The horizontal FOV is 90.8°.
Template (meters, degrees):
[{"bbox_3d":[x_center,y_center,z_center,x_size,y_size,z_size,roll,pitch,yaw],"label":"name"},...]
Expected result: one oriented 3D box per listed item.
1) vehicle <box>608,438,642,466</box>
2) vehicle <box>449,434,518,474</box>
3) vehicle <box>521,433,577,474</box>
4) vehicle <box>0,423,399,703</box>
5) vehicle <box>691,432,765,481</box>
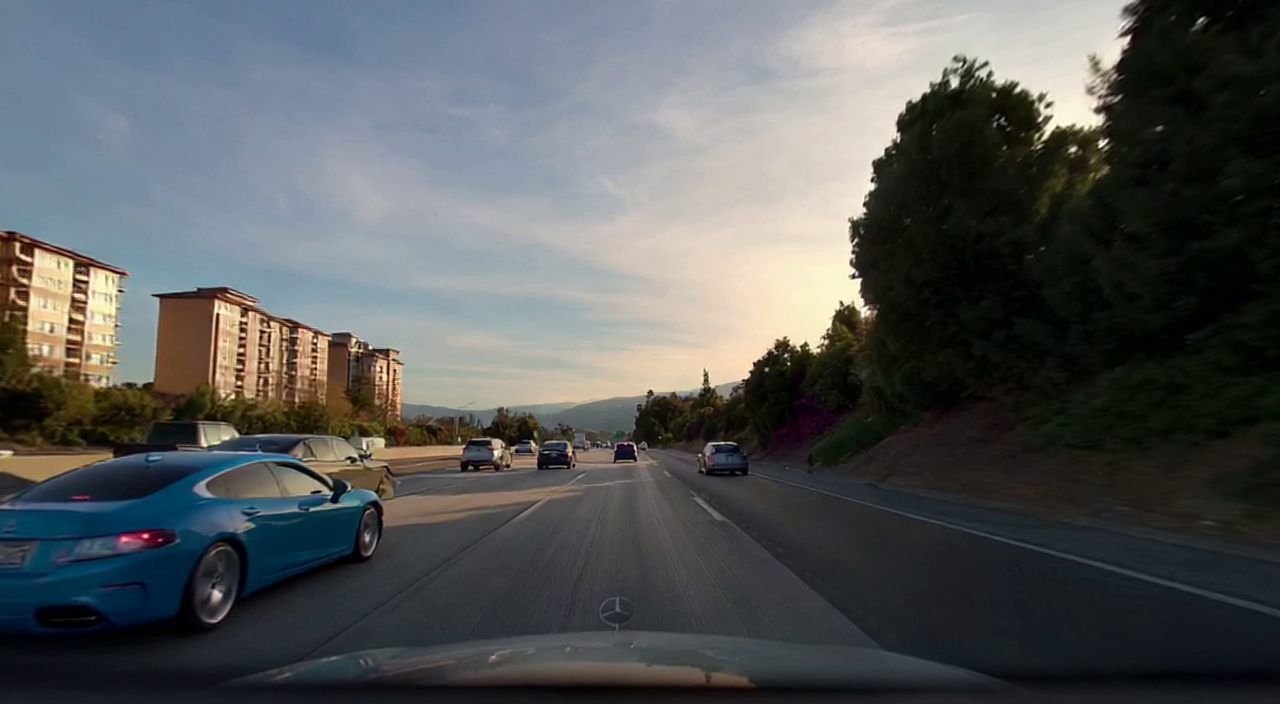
[{"bbox_3d":[-0.918,6.295,39.943,2.053,1.650,3.945,0,-8,-1],"label":"vehicle"},{"bbox_3d":[-7.646,5.044,31.433,2.086,1.776,5.080,0,-8,0],"label":"vehicle"},{"bbox_3d":[-4.244,4.839,30.257,2.044,1.774,4.329,0,-8,0],"label":"vehicle"},{"bbox_3d":[-3.933,1.377,5.176,2.124,1.426,4.444,0,-8,0],"label":"vehicle"},{"bbox_3d":[3.220,3.951,24.112,2.061,1.658,4.417,0,-8,-2],"label":"vehicle"}]
